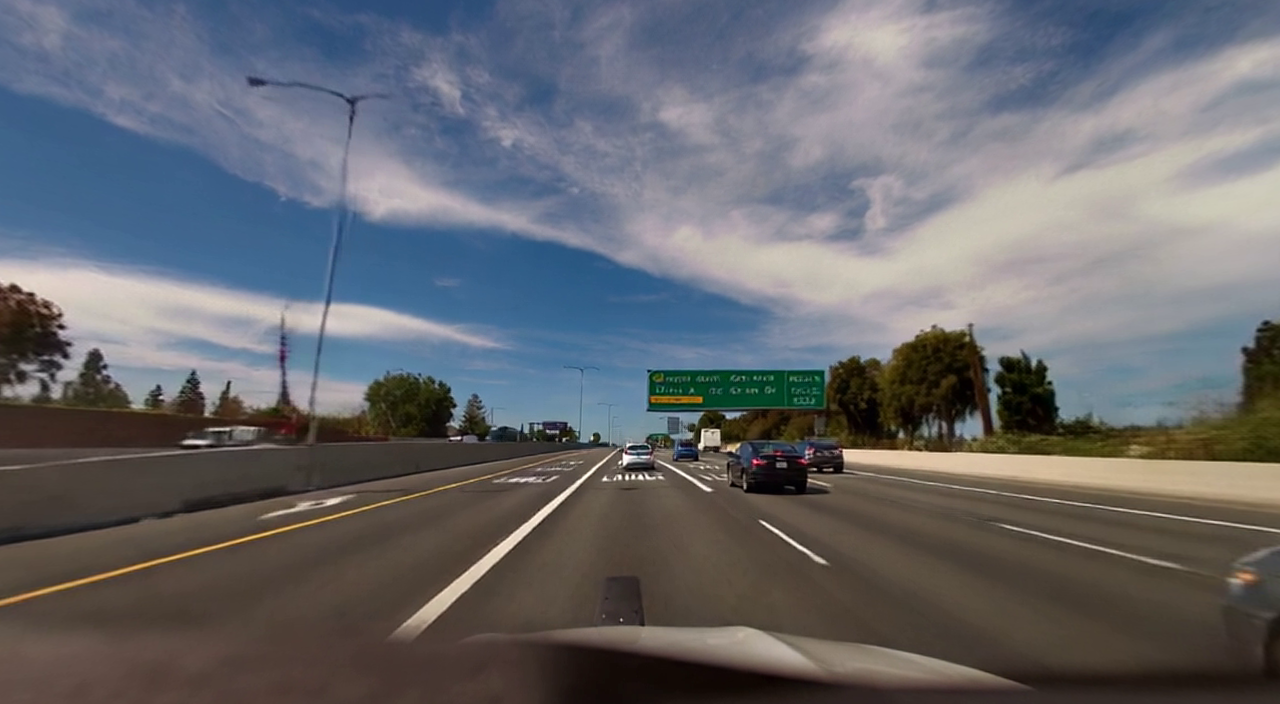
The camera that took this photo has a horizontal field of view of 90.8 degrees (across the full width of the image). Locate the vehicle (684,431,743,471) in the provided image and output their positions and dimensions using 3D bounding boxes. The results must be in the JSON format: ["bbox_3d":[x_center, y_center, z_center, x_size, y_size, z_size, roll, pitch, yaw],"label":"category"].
[{"bbox_3d":[3.221,4.450,28.523,1.997,1.663,4.169,0,-8,-3],"label":"vehicle"}]

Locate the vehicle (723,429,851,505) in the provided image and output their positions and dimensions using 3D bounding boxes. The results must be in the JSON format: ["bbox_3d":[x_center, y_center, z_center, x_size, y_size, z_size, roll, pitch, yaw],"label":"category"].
[{"bbox_3d":[3.227,2.620,14.816,1.856,1.517,4.198,0,-8,-2],"label":"vehicle"}]

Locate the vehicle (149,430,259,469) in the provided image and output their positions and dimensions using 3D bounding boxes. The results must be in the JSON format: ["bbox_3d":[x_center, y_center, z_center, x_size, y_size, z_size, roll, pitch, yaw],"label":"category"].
[{"bbox_3d":[-22.201,5.007,32.508,1.995,1.805,5.189,0,-8,-1],"label":"vehicle"}]

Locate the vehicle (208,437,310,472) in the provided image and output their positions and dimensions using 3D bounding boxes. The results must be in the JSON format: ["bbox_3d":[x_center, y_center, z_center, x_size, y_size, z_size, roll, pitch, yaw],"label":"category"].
[{"bbox_3d":[-17.501,4.734,29.326,2.018,1.489,4.474,0,-8,-1],"label":"vehicle"}]

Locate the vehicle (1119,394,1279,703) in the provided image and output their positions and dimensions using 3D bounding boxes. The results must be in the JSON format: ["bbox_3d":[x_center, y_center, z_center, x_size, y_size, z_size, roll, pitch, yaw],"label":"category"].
[{"bbox_3d":[3.541,0.684,0.878,1.993,1.504,4.781,0,-8,0],"label":"vehicle"}]

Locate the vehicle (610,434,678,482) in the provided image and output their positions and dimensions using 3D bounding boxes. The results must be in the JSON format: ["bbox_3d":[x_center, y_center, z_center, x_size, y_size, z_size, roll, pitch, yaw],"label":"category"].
[{"bbox_3d":[0.062,3.584,21.593,2.098,1.475,3.997,0,-8,-2],"label":"vehicle"}]
